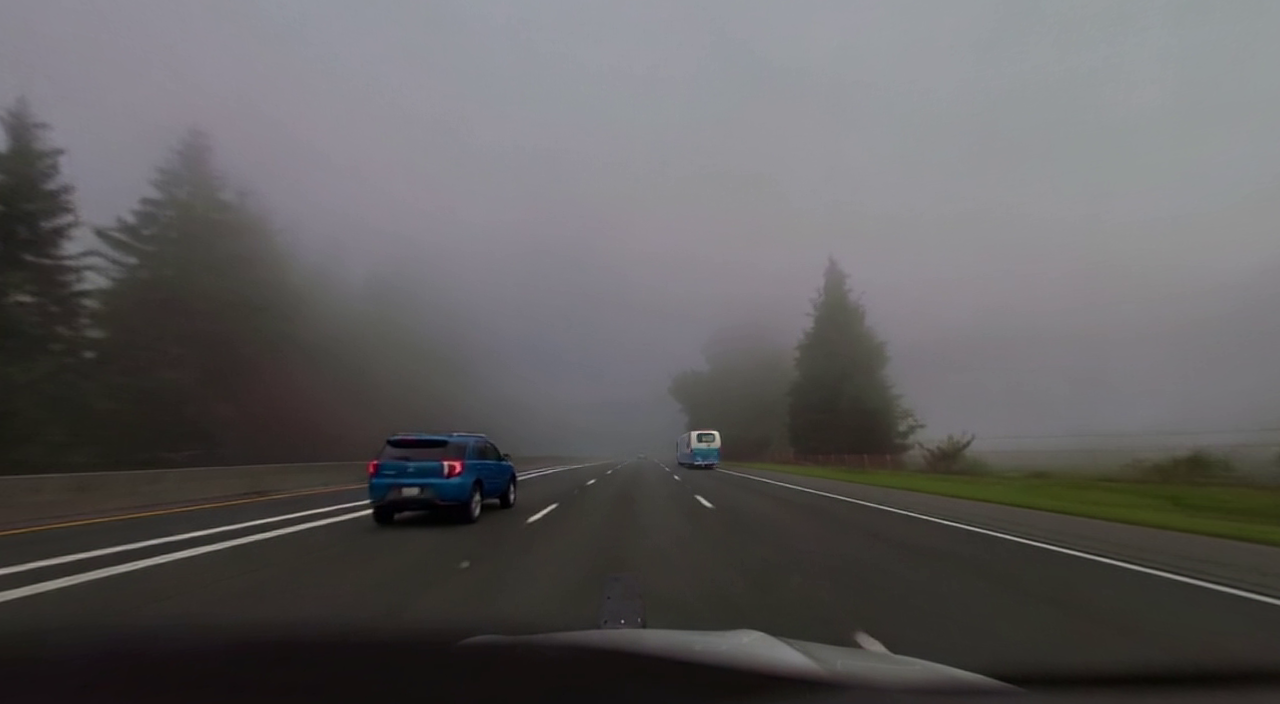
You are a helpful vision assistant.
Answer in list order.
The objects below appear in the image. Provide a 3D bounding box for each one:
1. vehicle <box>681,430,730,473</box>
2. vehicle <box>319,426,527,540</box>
[{"bbox_3d":[4.311,6.776,42.913,2.614,2.655,6.429,0,-9,0],"label":"vehicle"},{"bbox_3d":[-3.532,2.254,11.437,2.020,1.619,4.690,0,-9,1],"label":"vehicle"}]
